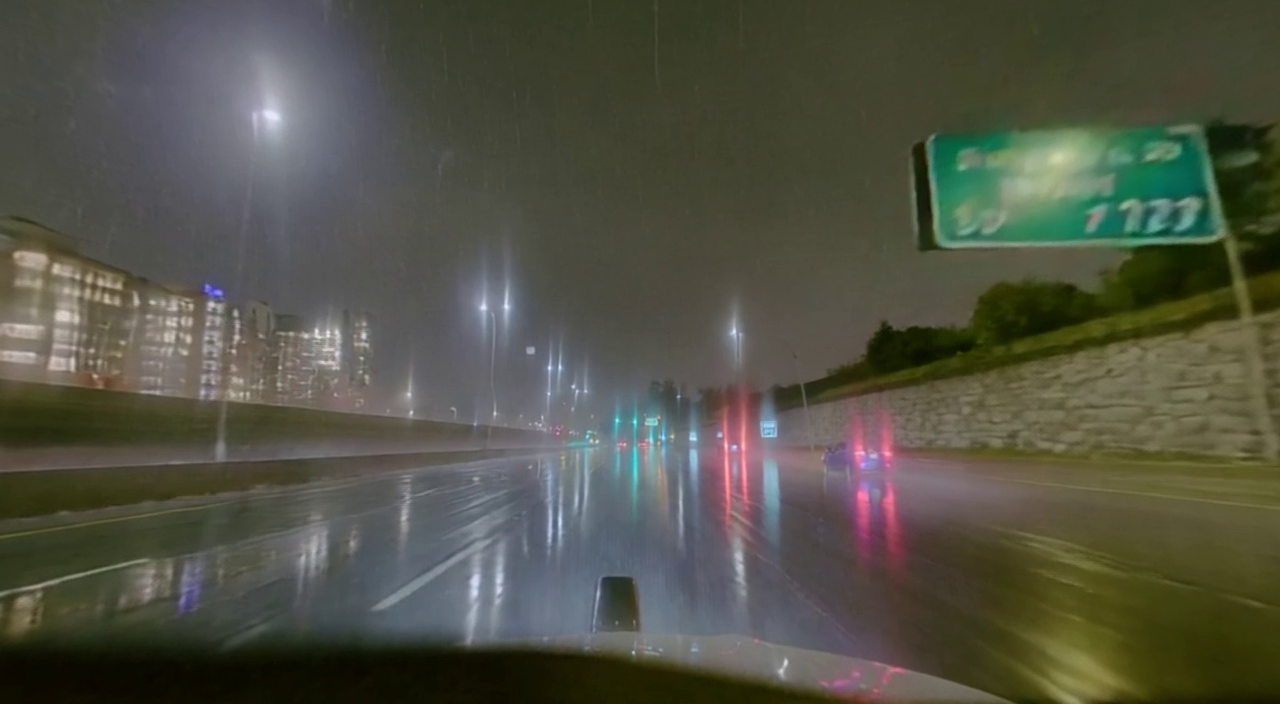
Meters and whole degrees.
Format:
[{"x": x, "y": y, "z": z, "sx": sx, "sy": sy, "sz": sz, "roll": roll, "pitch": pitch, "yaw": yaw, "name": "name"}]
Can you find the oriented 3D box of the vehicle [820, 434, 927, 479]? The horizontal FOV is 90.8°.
[{"x": 9.383, "y": 4.235, "z": 25.977, "sx": 2.165, "sy": 1.636, "sz": 5.175, "roll": 0, "pitch": -8, "yaw": -3, "name": "vehicle"}]
